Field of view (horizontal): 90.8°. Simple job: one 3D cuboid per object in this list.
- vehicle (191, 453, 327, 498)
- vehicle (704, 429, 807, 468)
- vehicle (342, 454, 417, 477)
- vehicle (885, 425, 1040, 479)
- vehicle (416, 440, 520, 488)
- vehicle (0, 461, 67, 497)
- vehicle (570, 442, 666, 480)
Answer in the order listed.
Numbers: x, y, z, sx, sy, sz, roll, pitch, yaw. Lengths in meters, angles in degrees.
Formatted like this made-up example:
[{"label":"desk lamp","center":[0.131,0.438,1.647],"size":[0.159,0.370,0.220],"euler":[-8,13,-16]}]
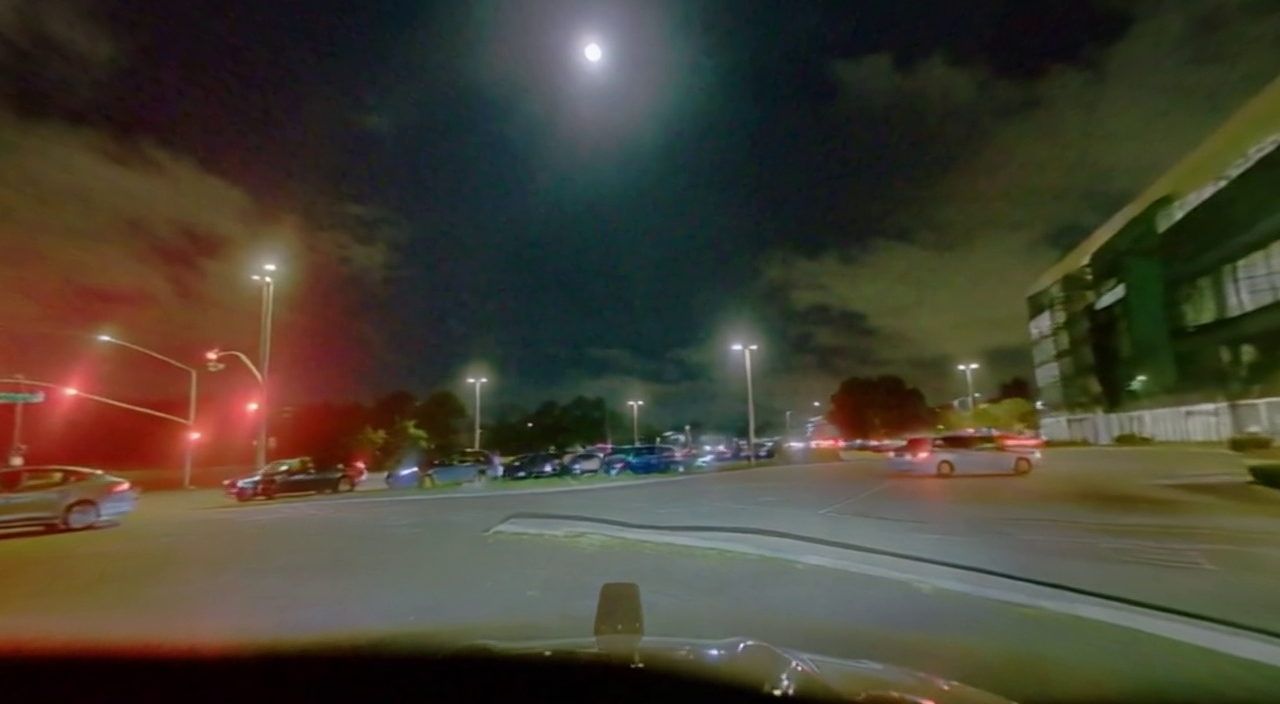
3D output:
[{"label":"vehicle","center":[-17.566,5.702,29.300],"size":[4.938,1.769,2.454],"euler":[7,-14,-41]},{"label":"vehicle","center":[6.445,5.494,35.826],"size":[2.318,1.837,5.285],"euler":[7,-15,-43]},{"label":"vehicle","center":[-18.881,8.205,45.889],"size":[4.721,1.466,1.727],"euler":[7,-14,-41]},{"label":"vehicle","center":[12.179,3.891,24.171],"size":[1.889,1.707,4.755],"euler":[6,-14,-41]},{"label":"vehicle","center":[-6.691,4.352,24.225],"size":[1.915,1.543,4.934],"euler":[6,-14,-40]},{"label":"vehicle","center":[-33.376,6.729,33.136],"size":[4.768,1.686,2.028],"euler":[6,-14,-41]},{"label":"vehicle","center":[-1.101,5.078,29.243],"size":[1.849,1.479,4.622],"euler":[7,-15,-42]}]
